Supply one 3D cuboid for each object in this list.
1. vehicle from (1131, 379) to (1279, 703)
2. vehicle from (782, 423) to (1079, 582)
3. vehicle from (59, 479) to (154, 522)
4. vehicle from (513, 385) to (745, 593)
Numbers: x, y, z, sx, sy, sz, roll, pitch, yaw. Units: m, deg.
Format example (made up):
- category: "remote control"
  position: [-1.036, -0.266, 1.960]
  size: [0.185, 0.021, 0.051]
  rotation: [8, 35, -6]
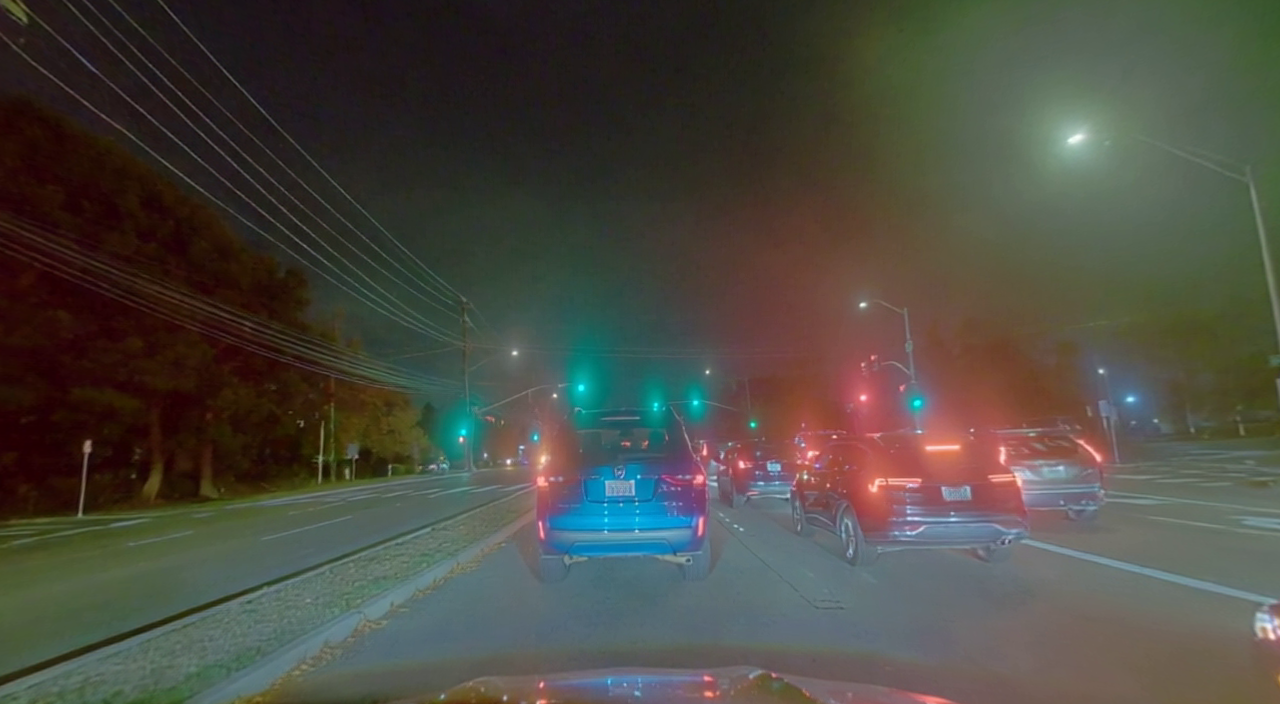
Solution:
- category: "vehicle"
  position: [3.276, 0.630, 0.753]
  size: [1.889, 1.517, 4.308]
  rotation: [0, -9, 0]
- category: "vehicle"
  position: [3.427, 1.850, 8.621]
  size: [1.880, 1.579, 4.401]
  rotation: [0, -9, -1]
- category: "vehicle"
  position: [-26.344, 7.329, 31.172]
  size: [4.526, 1.715, 1.989]
  rotation: [-11, -13, 29]
- category: "vehicle"
  position: [-0.135, 1.644, 8.335]
  size: [2.231, 1.998, 4.254]
  rotation: [0, -9, -1]
